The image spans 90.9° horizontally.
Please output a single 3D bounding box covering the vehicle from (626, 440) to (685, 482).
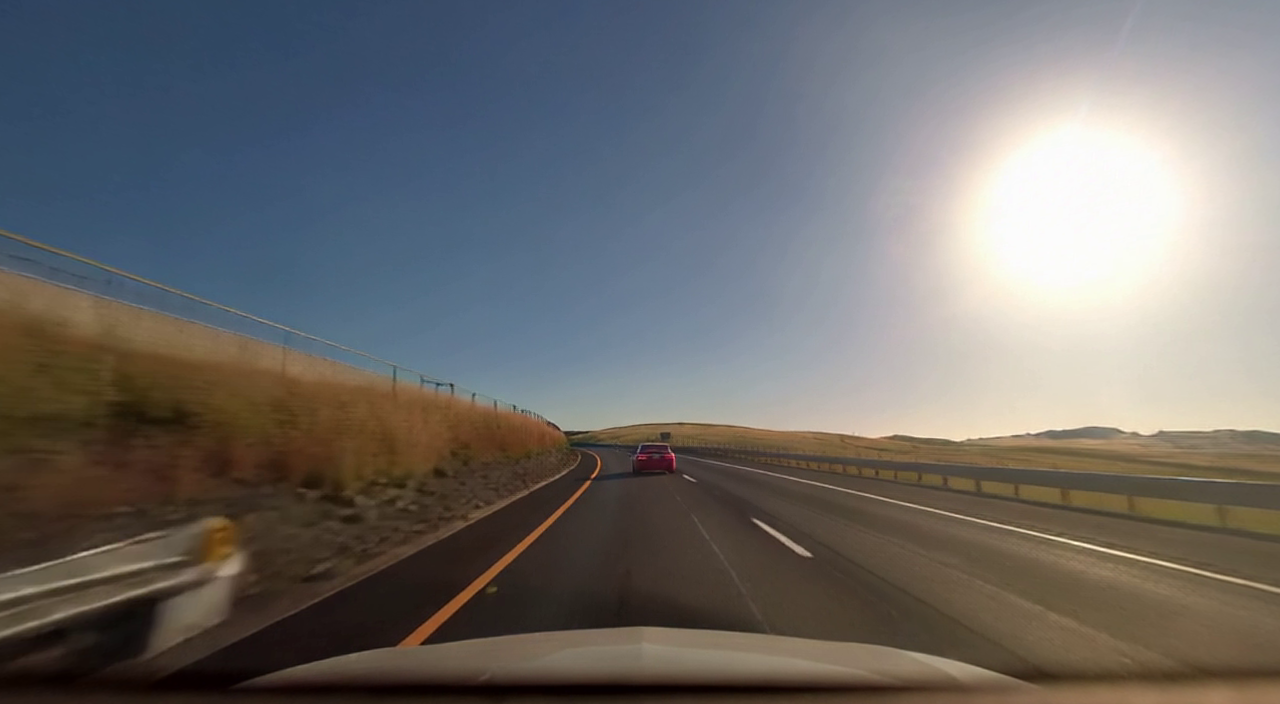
[{"bbox_3d":[0.508,4.237,24.793,2.029,1.474,4.183,0,-9,-2],"label":"vehicle"}]
